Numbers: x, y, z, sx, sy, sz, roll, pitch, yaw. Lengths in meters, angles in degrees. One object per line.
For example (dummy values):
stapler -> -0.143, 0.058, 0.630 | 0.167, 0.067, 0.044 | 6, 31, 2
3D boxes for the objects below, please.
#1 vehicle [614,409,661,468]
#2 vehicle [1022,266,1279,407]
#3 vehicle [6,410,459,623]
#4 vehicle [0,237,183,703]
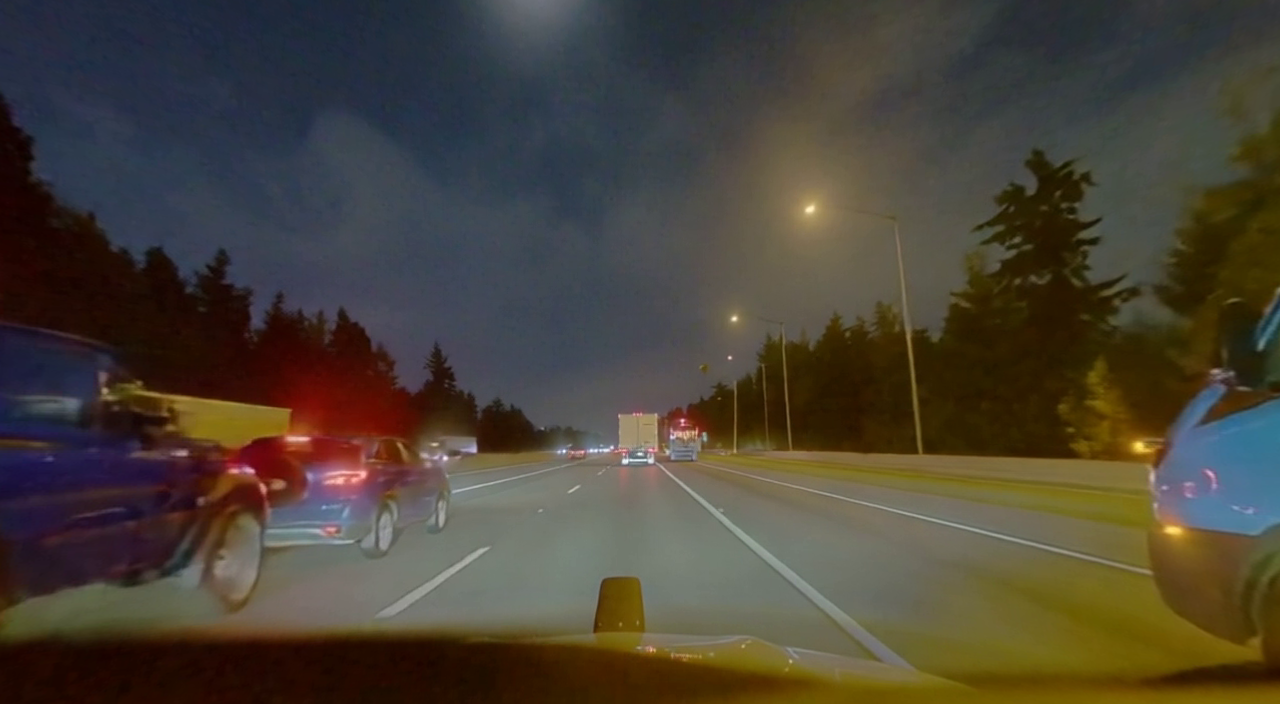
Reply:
vehicle -> -0.190, 6.827, 49.226 | 3.201, 4.019, 10.918 | 0, -9, 0
vehicle -> 25.264, -0.062, 30.775 | 2.982, 3.944, 15.603 | -4, -10, -2
vehicle -> -3.849, 1.637, 7.271 | 2.175, 1.646, 4.525 | 0, -9, 0
vehicle -> -3.880, 0.502, 2.082 | 2.033, 2.234, 3.490 | 0, -9, -1
